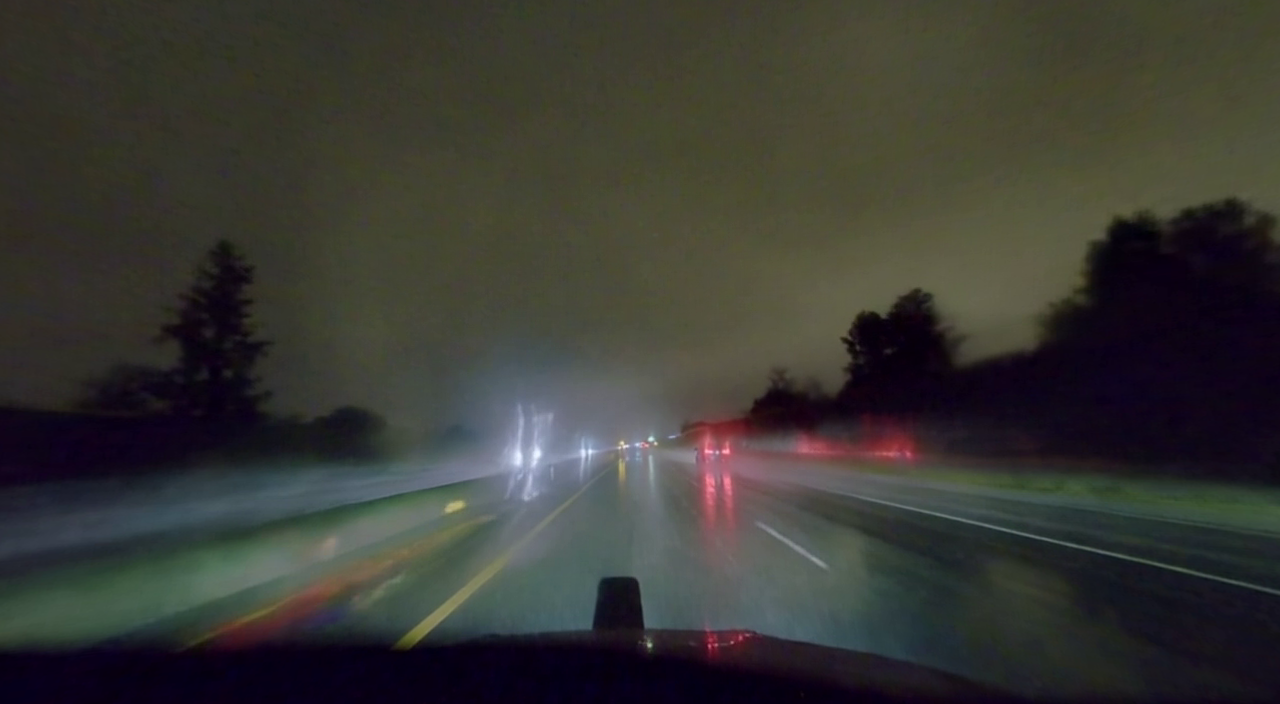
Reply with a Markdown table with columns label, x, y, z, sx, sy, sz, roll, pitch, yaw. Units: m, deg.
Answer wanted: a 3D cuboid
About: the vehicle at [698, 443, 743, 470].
| label | x | y | z | sx | sy | sz | roll | pitch | yaw |
| --- | --- | --- | --- | --- | --- | --- | --- | --- | --- |
| vehicle | 4.443 | 5.857 | 35.304 | 1.923 | 1.408 | 3.835 | 0 | -9 | -1 |
